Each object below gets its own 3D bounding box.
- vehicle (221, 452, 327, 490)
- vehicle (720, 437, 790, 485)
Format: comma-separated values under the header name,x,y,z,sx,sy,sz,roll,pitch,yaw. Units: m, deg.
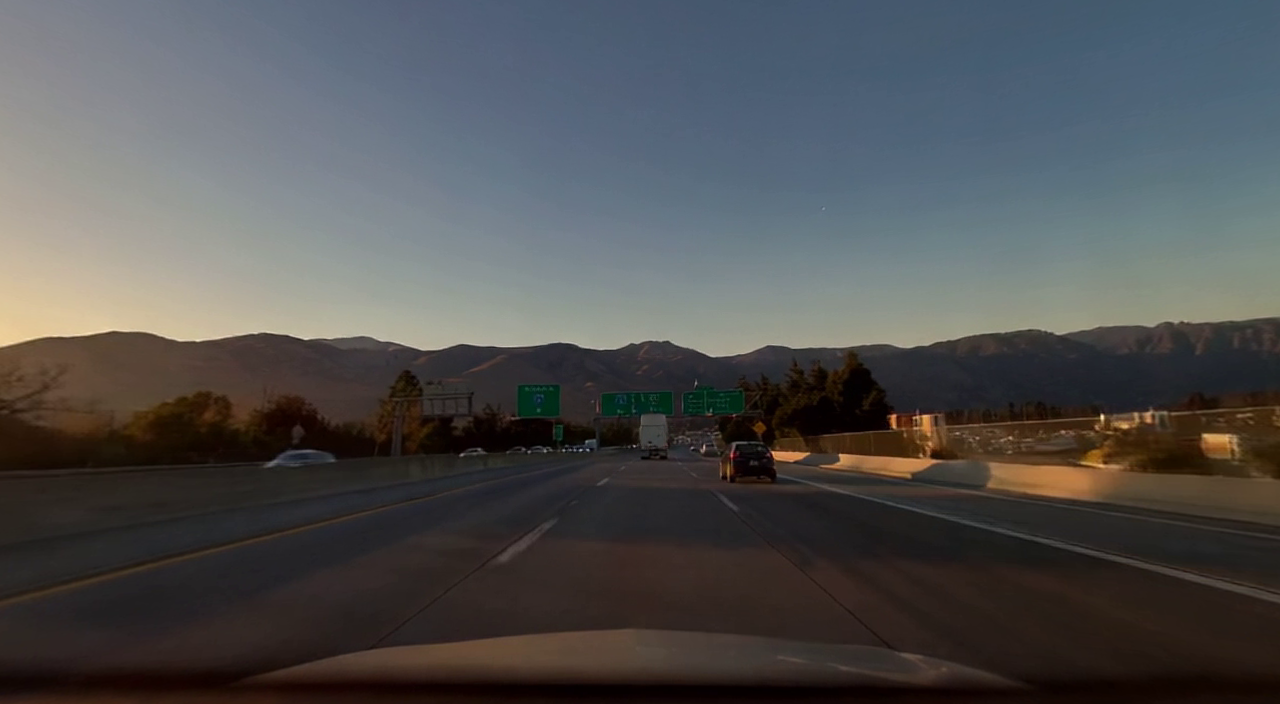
name,x,y,z,sx,sy,sz,roll,pitch,yaw
vehicle,-15.933,5.190,27.750,1.974,1.488,4.325,0,-9,1
vehicle,4.178,4.033,23.546,1.880,1.624,3.941,0,-9,0
